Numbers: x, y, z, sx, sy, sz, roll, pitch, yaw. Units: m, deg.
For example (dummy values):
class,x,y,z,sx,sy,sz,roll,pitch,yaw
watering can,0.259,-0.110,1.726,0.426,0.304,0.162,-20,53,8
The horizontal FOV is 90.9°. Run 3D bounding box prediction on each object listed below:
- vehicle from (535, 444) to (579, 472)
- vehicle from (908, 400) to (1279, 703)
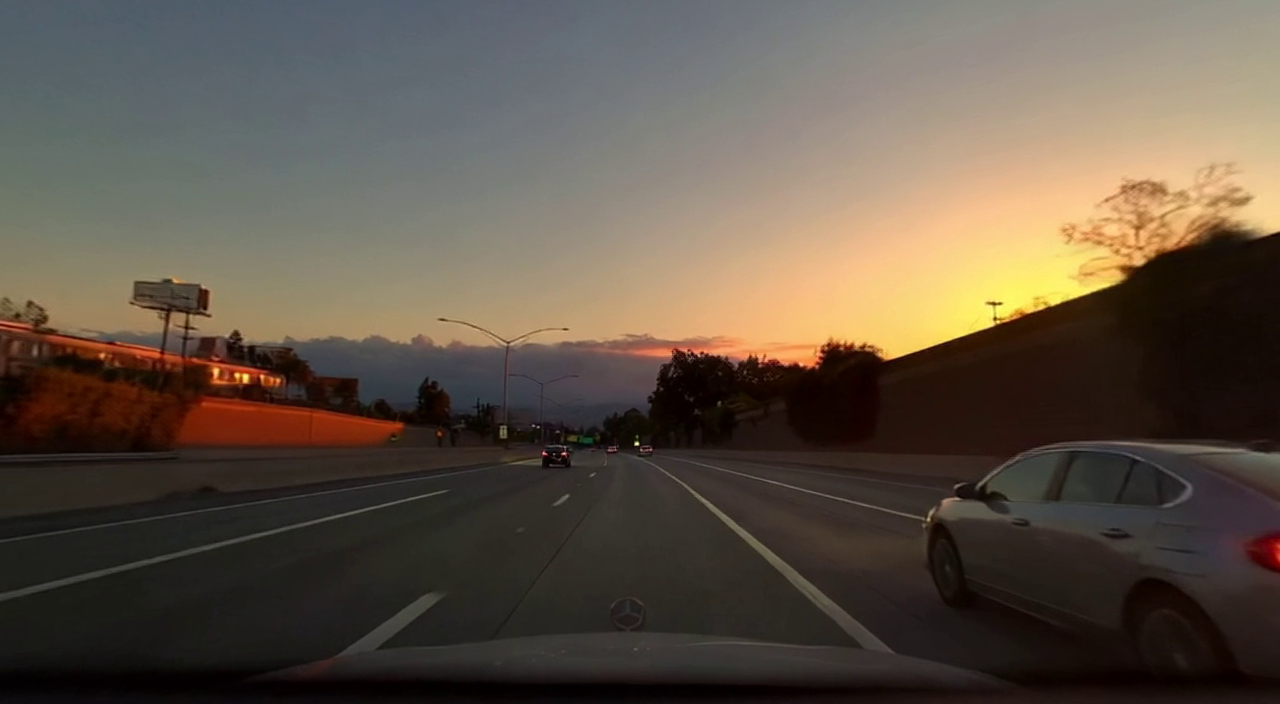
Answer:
class,x,y,z,sx,sy,sz,roll,pitch,yaw
vehicle,-4.665,6.016,36.040,2.014,1.481,4.156,0,-8,-1
vehicle,3.281,1.012,2.878,2.030,1.490,4.737,0,-8,0
